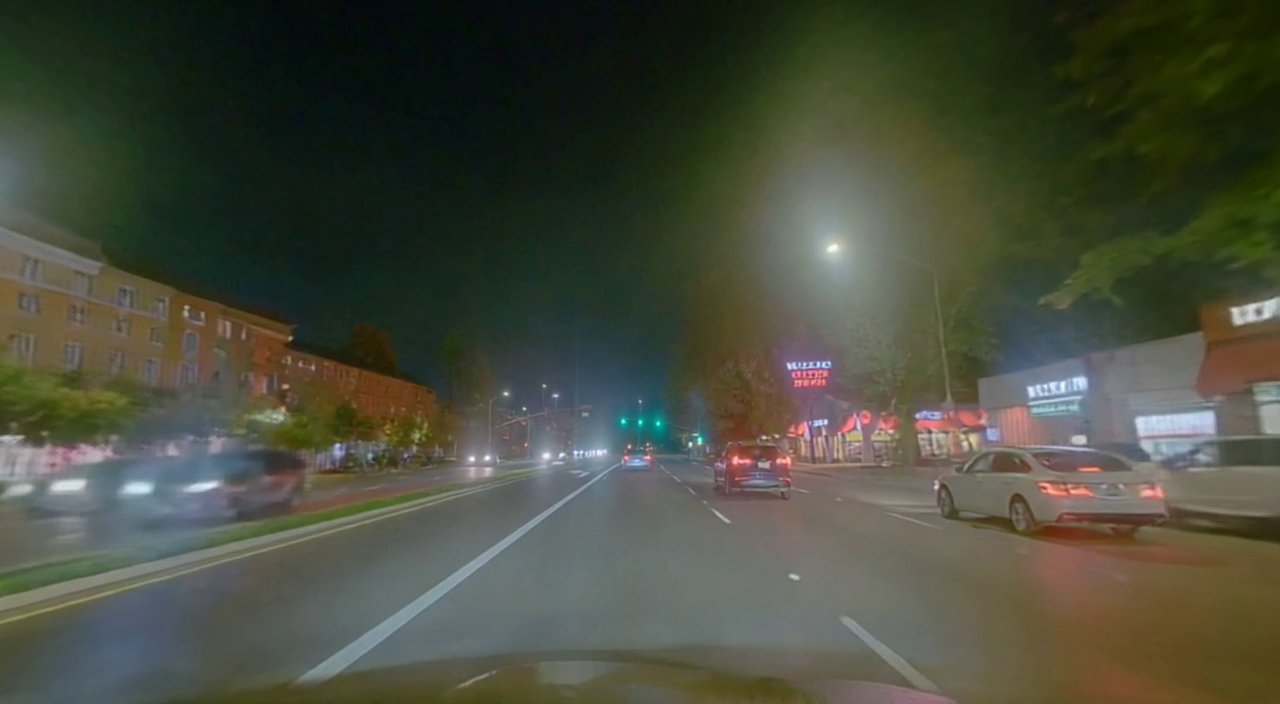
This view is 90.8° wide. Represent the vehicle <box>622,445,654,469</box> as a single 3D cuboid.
[{"bbox_3d":[-0.131,6.961,41.991,2.052,1.461,4.324,0,-8,0],"label":"vehicle"}]

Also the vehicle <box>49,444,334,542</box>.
[{"bbox_3d":[-8.244,2.578,12.402,2.050,1.499,4.816,0,-8,0],"label":"vehicle"}]

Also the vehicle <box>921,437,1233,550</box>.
[{"bbox_3d":[6.782,2.202,10.633,1.952,1.449,4.544,0,-8,0],"label":"vehicle"}]

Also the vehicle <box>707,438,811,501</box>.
[{"bbox_3d":[3.253,3.309,18.264,2.072,1.545,4.578,0,-8,-1],"label":"vehicle"}]
